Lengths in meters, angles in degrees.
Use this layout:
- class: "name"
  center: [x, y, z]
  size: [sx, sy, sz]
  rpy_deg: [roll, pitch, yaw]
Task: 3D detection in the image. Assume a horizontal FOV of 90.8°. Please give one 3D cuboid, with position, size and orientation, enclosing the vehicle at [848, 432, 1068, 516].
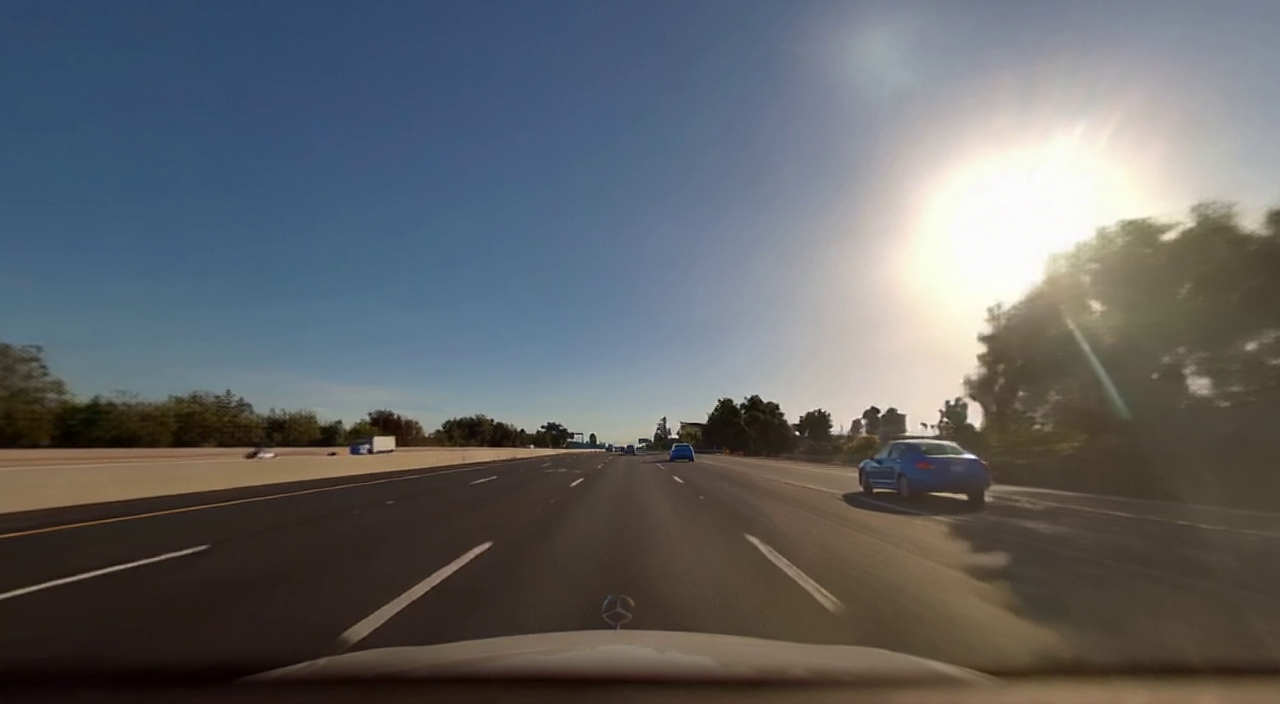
- class: "vehicle"
  center: [6.670, 2.607, 14.128]
  size: [2.227, 1.522, 5.041]
  rpy_deg: [0, -8, -1]

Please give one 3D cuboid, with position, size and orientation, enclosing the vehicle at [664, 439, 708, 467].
- class: "vehicle"
  center: [2.665, 5.985, 37.629]
  size: [2.270, 1.615, 3.770]
  rpy_deg: [0, -8, -1]
